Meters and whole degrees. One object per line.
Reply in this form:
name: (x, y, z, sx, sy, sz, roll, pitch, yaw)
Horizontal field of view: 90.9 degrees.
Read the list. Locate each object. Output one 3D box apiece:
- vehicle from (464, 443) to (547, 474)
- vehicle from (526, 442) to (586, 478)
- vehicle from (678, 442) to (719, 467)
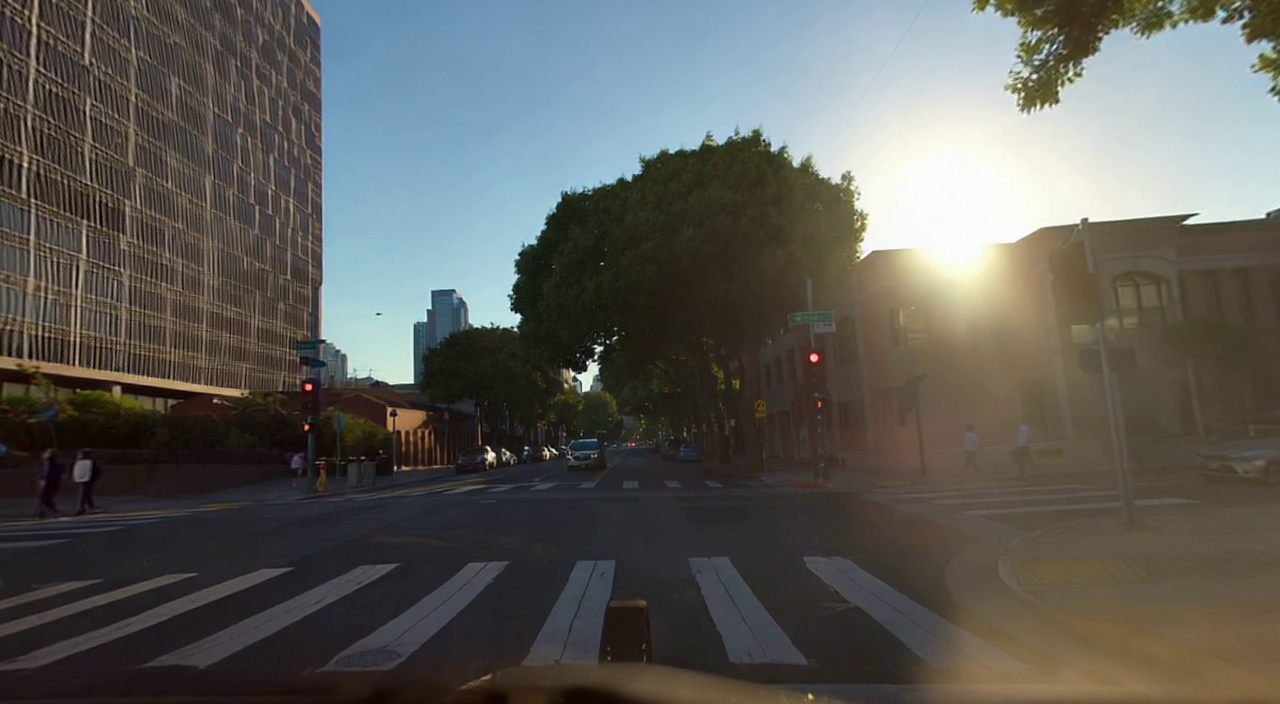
vehicle: (-8.037, 6.375, 38.003, 1.963, 1.726, 4.526, -8, -12, 44)
vehicle: (-3.671, 4.818, 28.472, 1.989, 1.481, 4.500, 0, -8, 1)
vehicle: (3.538, 6.281, 38.861, 1.853, 1.426, 4.160, 1, -8, -3)
